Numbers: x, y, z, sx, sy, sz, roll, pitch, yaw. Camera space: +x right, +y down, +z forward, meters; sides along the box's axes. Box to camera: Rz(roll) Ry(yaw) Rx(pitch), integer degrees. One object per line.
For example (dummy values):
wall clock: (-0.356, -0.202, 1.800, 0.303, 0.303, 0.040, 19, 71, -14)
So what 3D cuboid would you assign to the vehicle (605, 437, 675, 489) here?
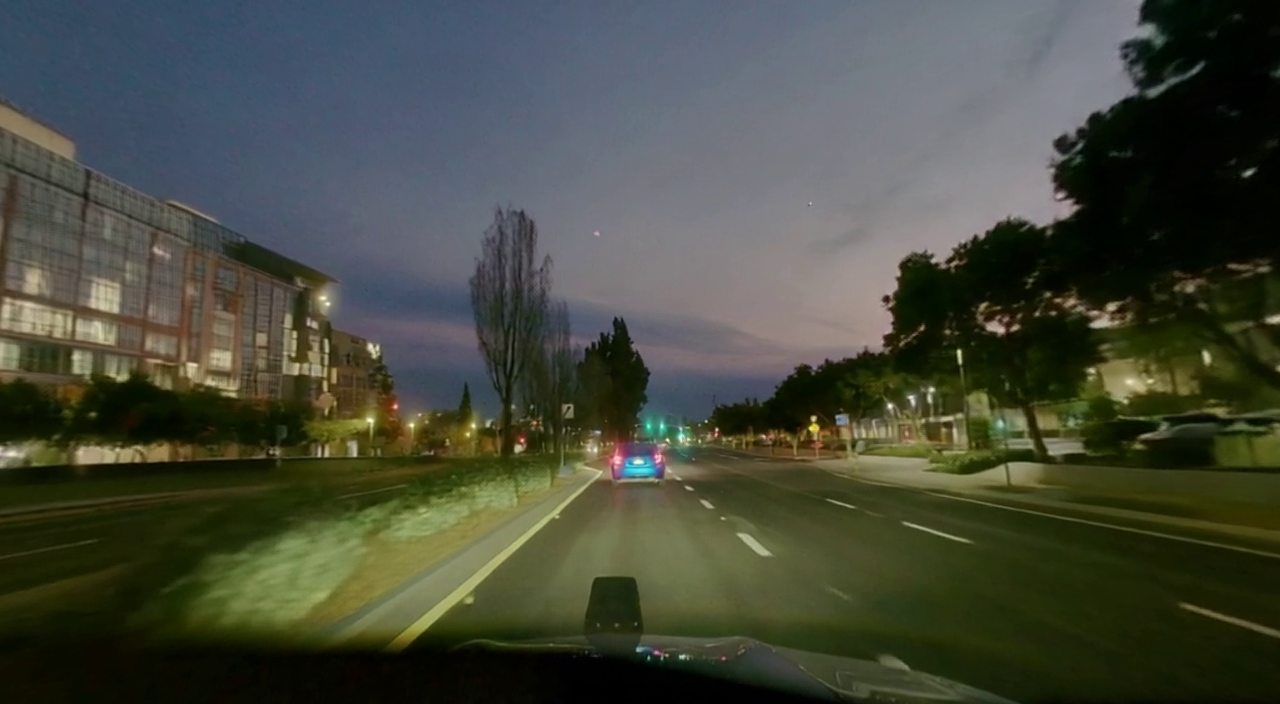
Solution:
vehicle: (-0.092, 3.608, 20.864, 2.042, 1.479, 4.601, 0, -8, -2)
